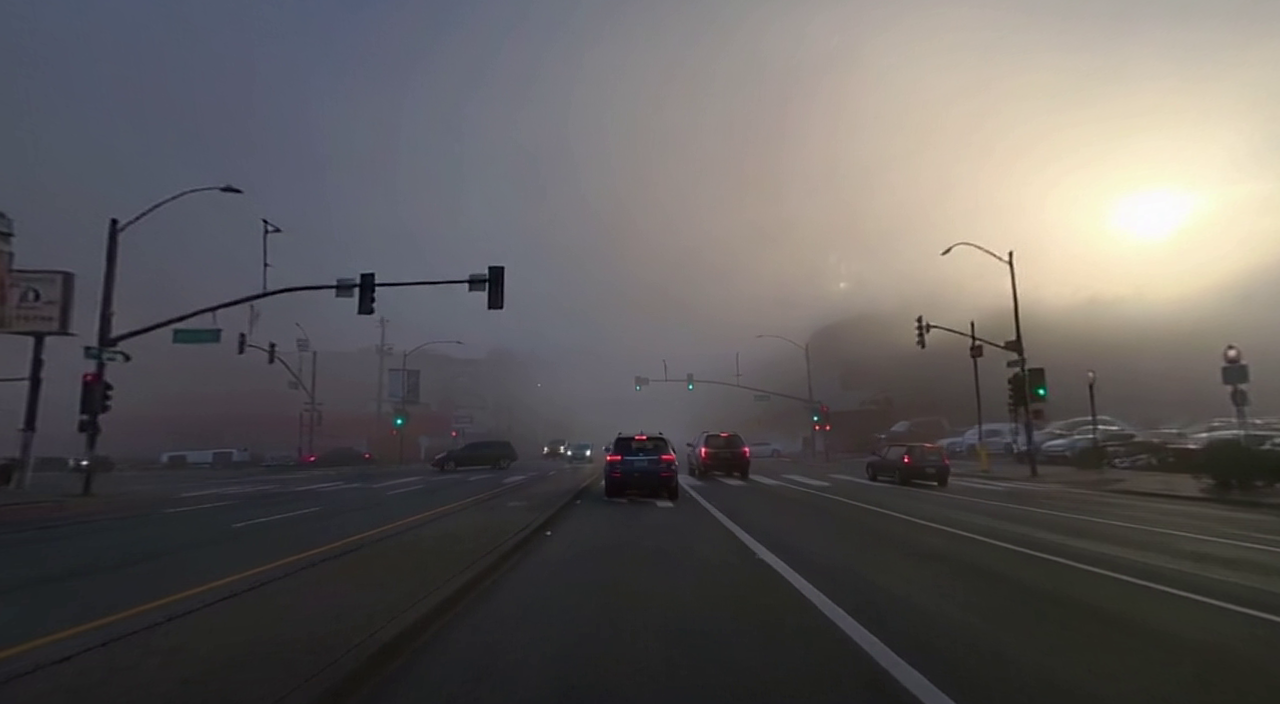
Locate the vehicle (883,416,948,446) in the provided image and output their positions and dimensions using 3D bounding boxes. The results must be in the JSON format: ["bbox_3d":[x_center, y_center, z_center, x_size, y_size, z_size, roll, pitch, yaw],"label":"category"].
[{"bbox_3d":[18.689,5.447,43.097,2.123,1.884,5.170,0,-8,0],"label":"vehicle"}]

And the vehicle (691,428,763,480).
[{"bbox_3d":[3.449,4.171,26.044,2.115,1.932,5.189,0,-8,-1],"label":"vehicle"}]

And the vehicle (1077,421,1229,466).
[{"bbox_3d":[18.959,3.438,23.633,1.735,1.417,4.476,-3,-9,-2],"label":"vehicle"}]

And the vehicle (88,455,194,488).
[{"bbox_3d":[-27.211,6.529,34.526,3.892,1.541,2.031,4,-9,-13],"label":"vehicle"}]

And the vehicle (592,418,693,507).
[{"bbox_3d":[0.025,2.707,15.873,2.157,1.863,4.665,0,-8,-1],"label":"vehicle"}]

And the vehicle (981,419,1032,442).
[{"bbox_3d":[24.573,5.242,42.367,1.422,1.496,3.318,1,-6,1],"label":"vehicle"}]

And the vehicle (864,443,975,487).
[{"bbox_3d":[9.926,4.011,22.844,1.863,1.426,4.494,0,-8,-1],"label":"vehicle"}]

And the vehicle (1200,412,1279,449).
[{"bbox_3d":[25.786,3.150,25.552,1.812,1.419,4.725,-4,-9,0],"label":"vehicle"}]

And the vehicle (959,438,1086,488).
[{"bbox_3d":[13.834,4.035,23.185,1.734,1.527,4.531,-3,-9,-1],"label":"vehicle"}]

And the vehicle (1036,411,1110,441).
[{"bbox_3d":[29.453,4.985,43.075,1.913,1.651,4.727,3,-3,1],"label":"vehicle"}]

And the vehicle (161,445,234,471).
[{"bbox_3d":[-31.631,7.615,45.308,2.060,1.732,5.462,1,-10,-9],"label":"vehicle"}]

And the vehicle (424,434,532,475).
[{"bbox_3d":[-7.872,5.031,31.127,4.827,1.856,2.291,1,-8,-6],"label":"vehicle"}]
